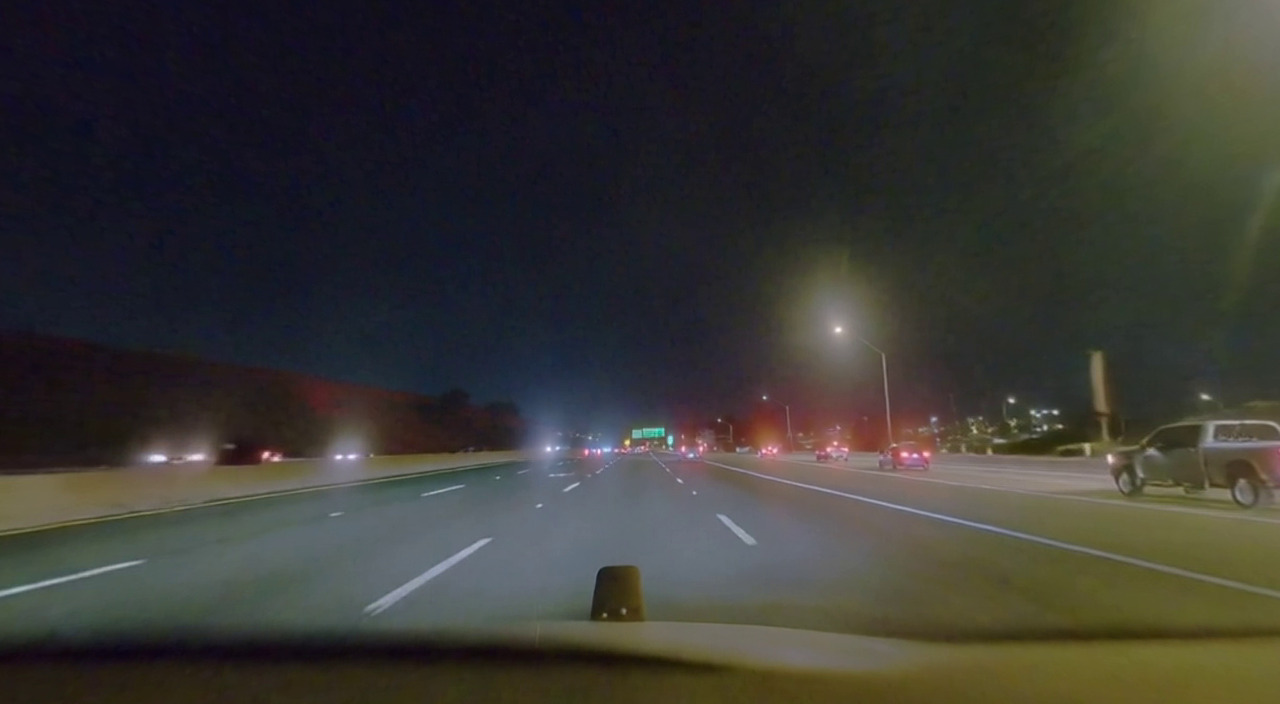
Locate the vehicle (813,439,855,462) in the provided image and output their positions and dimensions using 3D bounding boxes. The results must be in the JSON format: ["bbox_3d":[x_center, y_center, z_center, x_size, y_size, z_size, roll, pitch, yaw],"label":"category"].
[{"bbox_3d":[15.223,7.795,49.699,2.020,1.707,4.424,0,-9,2],"label":"vehicle"}]

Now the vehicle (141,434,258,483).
[{"bbox_3d":[-21.719,5.266,31.392,2.114,2.191,5.068,0,-9,0],"label":"vehicle"}]

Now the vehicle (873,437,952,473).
[{"bbox_3d":[14.264,5.407,33.291,2.116,1.754,4.727,0,-9,1],"label":"vehicle"}]

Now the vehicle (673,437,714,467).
[{"bbox_3d":[3.371,6.421,40.561,2.147,1.794,4.538,0,-9,0],"label":"vehicle"}]

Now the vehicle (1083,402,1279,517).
[{"bbox_3d":[13.441,2.385,14.152,2.442,2.140,6.462,0,-9,2],"label":"vehicle"}]
